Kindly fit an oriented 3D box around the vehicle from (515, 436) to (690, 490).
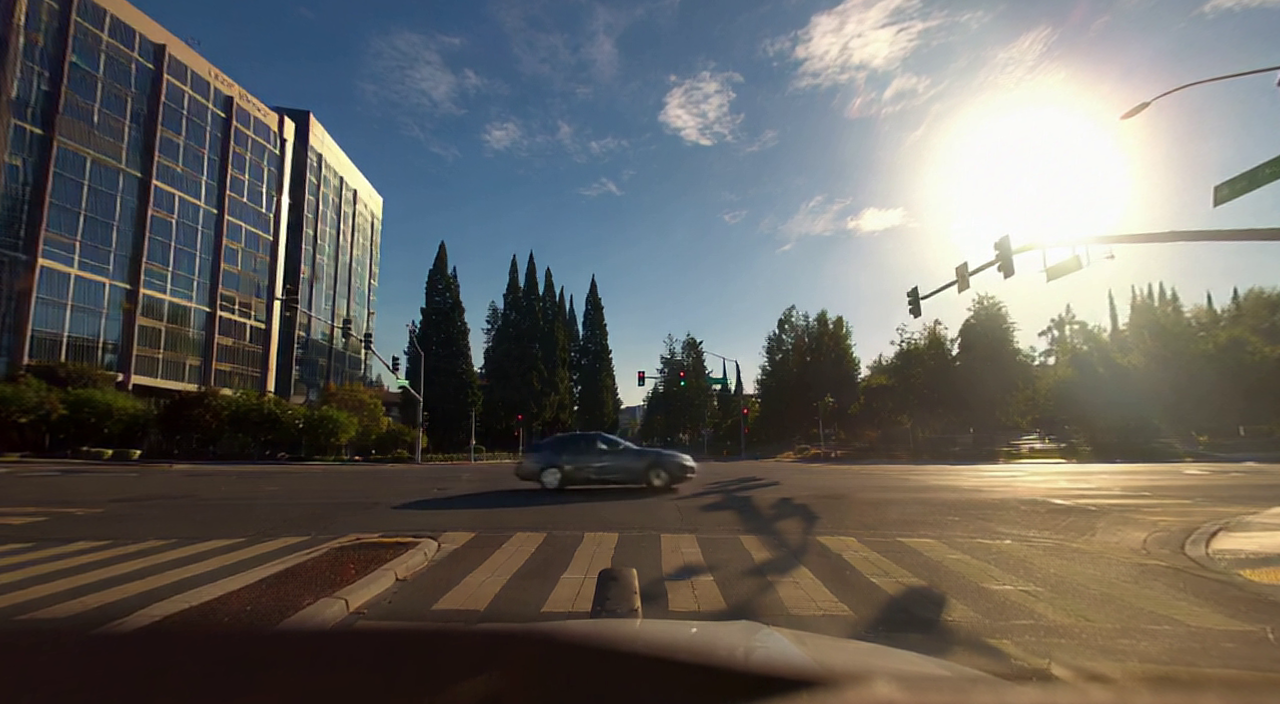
[{"bbox_3d":[-1.041,3.246,18.596,4.838,1.468,2.052,0,-9,1],"label":"vehicle"}]
